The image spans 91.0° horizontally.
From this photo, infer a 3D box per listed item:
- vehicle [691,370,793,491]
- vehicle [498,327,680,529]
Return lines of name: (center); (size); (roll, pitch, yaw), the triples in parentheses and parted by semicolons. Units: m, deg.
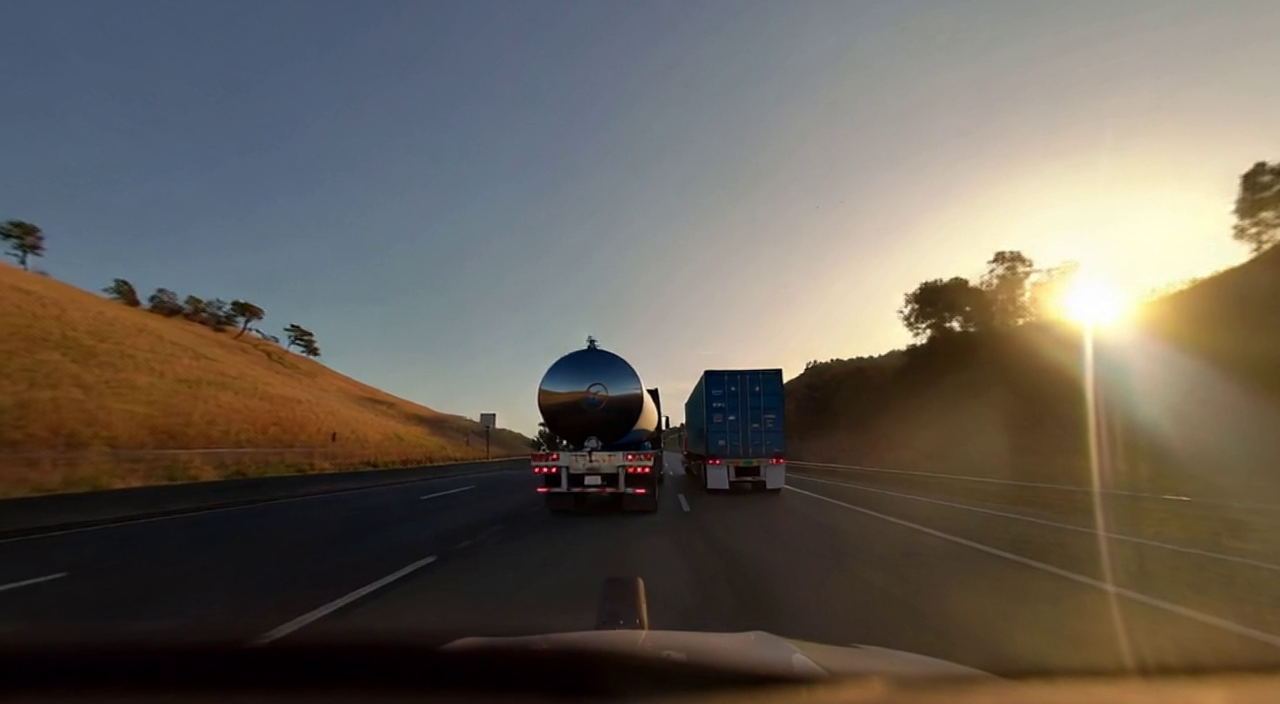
vehicle: (3.820, 3.426, 26.564); (2.942, 4.003, 11.297); (0, -9, 3)
vehicle: (-0.589, 2.579, 20.010); (3.267, 3.655, 17.154); (0, -8, 2)
